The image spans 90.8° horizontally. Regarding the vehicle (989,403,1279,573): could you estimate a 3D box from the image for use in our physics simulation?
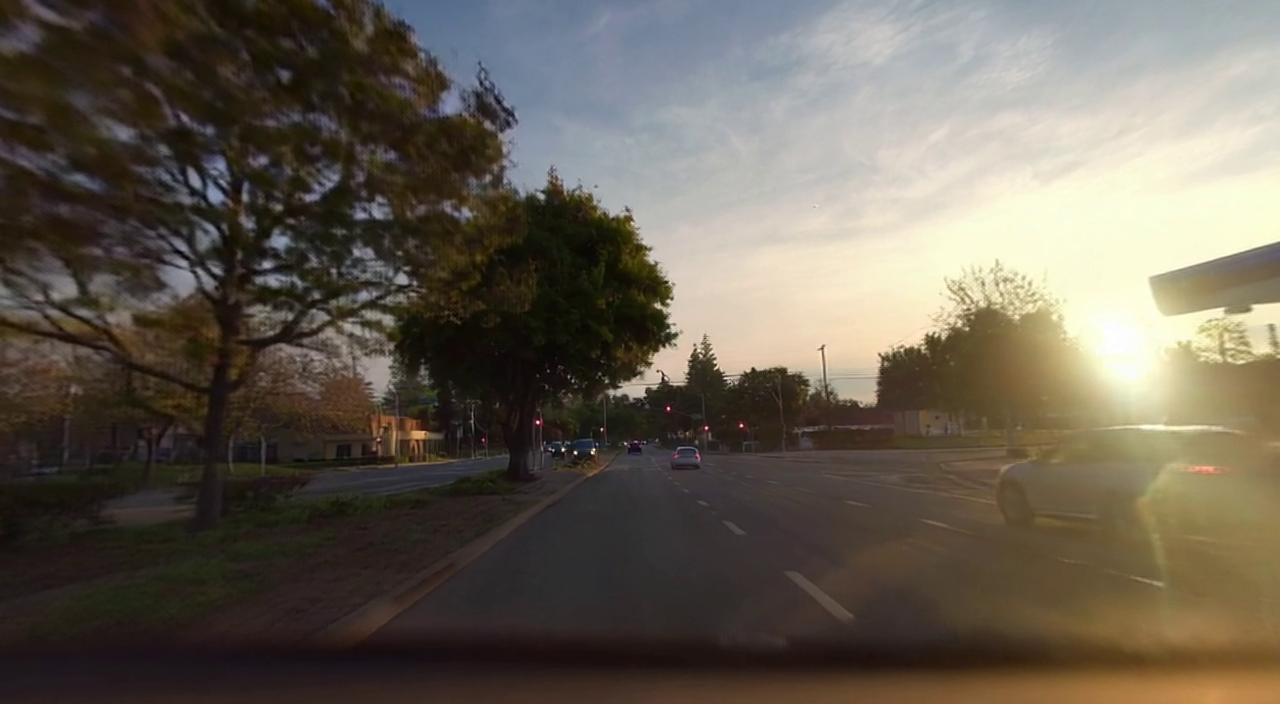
[{"bbox_3d":[6.756,1.638,8.351,1.950,1.668,4.053,0,-8,0],"label":"vehicle"}]

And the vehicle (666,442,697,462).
[{"bbox_3d":[3.150,7.616,48.377,2.029,1.442,4.054,0,-8,-1],"label":"vehicle"}]

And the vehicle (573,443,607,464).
[{"bbox_3d":[-3.543,7.231,45.263,2.049,1.449,4.213,0,-8,0],"label":"vehicle"}]
